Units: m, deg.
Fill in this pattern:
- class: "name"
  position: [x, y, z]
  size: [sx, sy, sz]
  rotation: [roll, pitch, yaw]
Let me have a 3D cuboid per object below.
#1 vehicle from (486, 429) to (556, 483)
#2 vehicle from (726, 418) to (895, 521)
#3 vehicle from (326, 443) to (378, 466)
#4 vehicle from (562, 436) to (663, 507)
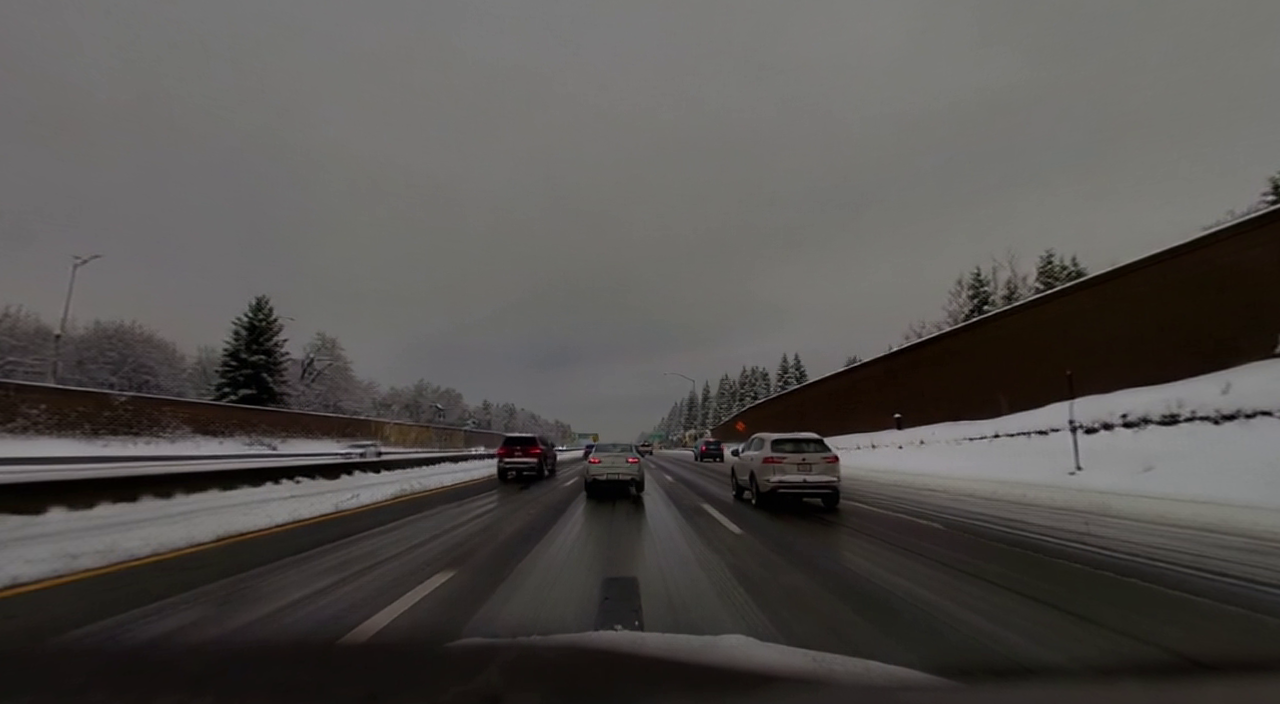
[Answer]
- class: "vehicle"
  position: [-4.638, 4.149, 25.380]
  size: [1.983, 1.948, 4.822]
  rotation: [0, -9, -1]
- class: "vehicle"
  position: [3.343, 2.423, 13.580]
  size: [2.162, 1.800, 4.693]
  rotation: [0, -9, -2]
- class: "vehicle"
  position: [-19.526, 6.949, 43.001]
  size: [1.802, 1.481, 3.919]
  rotation: [0, -9, -2]
- class: "vehicle"
  position: [-0.630, 2.803, 15.278]
  size: [2.098, 1.475, 3.997]
  rotation: [0, -9, -2]
